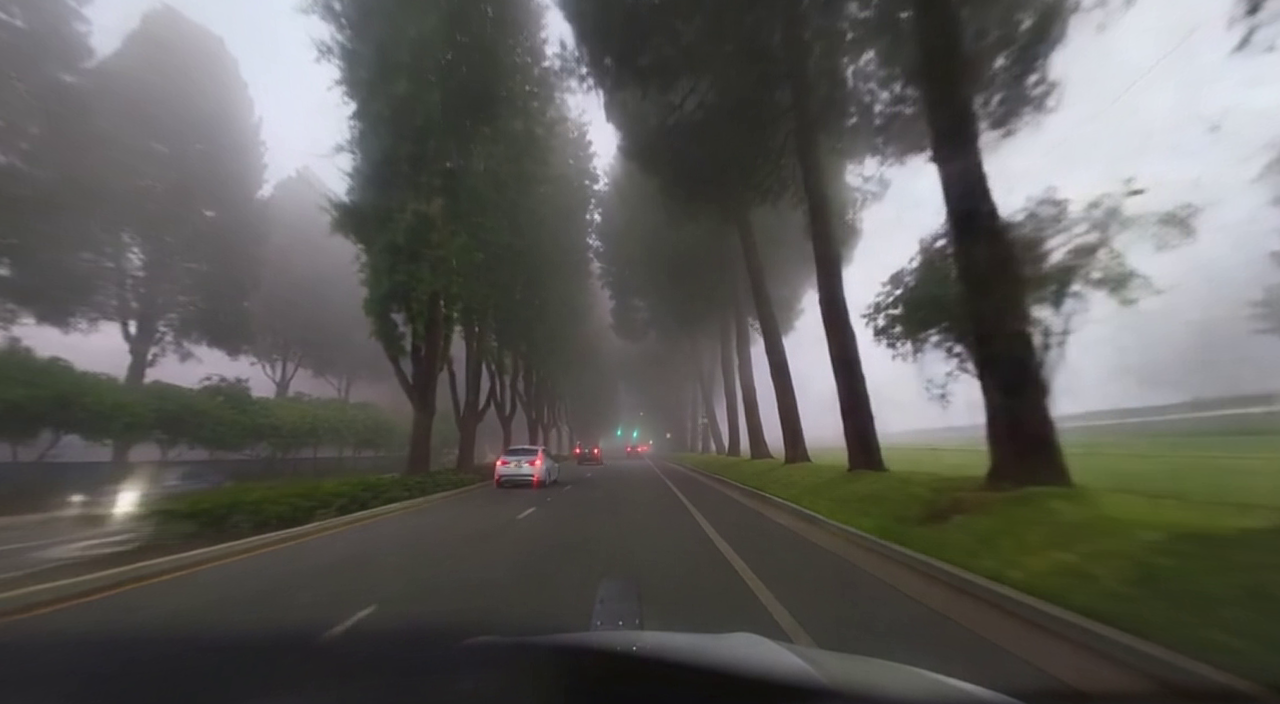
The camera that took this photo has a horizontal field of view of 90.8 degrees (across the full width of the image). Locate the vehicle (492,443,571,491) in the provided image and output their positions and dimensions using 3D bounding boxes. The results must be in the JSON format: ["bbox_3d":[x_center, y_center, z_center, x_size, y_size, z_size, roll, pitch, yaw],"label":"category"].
[{"bbox_3d":[-3.588,3.871,21.635,1.932,1.431,4.144,0,-9,1],"label":"vehicle"}]

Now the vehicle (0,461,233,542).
[{"bbox_3d":[-11.758,3.259,14.418,1.924,1.430,4.417,-1,-9,1],"label":"vehicle"}]

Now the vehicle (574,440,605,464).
[{"bbox_3d":[-3.912,7.876,49.819,2.077,1.725,4.153,0,-9,0],"label":"vehicle"}]
